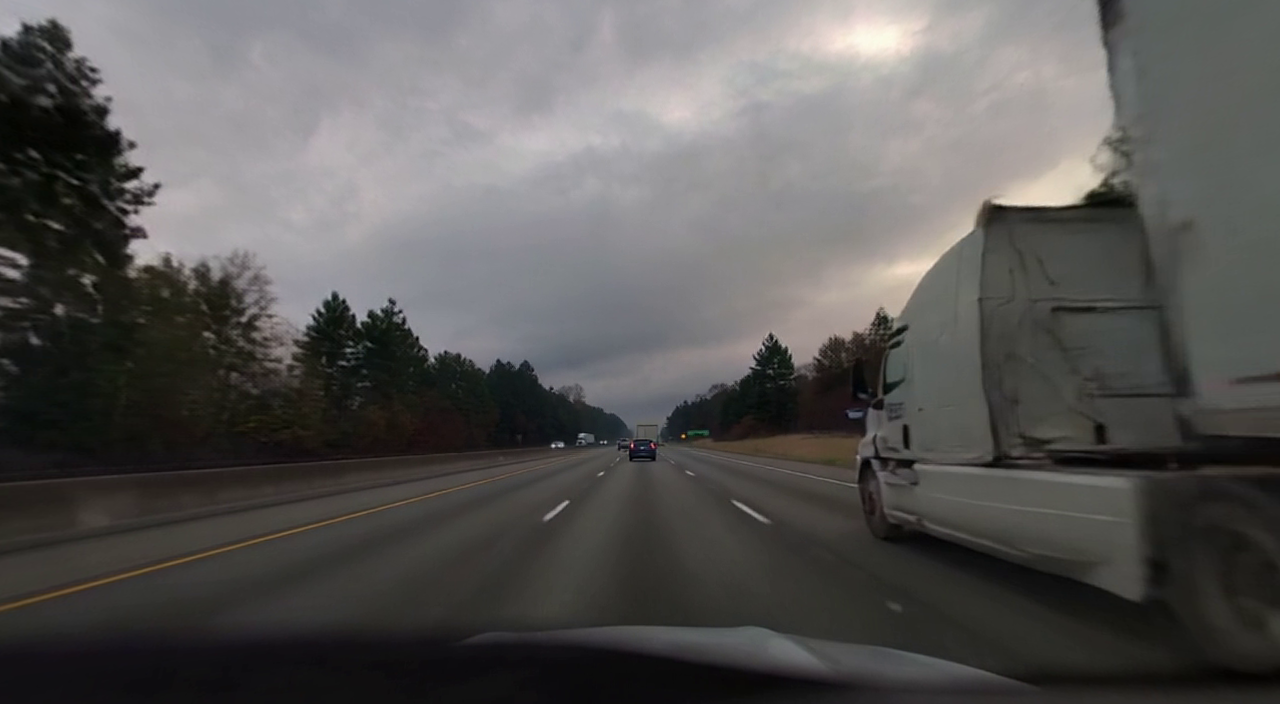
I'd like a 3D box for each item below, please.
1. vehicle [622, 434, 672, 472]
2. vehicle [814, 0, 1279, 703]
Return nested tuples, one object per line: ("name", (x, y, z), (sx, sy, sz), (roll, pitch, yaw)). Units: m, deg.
("vehicle", (0.320, 4.648, 29.134), (2.139, 1.607, 4.034), (0, -8, 1))
("vehicle", (3.867, 0.005, 4.932), (3.090, 4.102, 6.417), (0, -8, 0))
